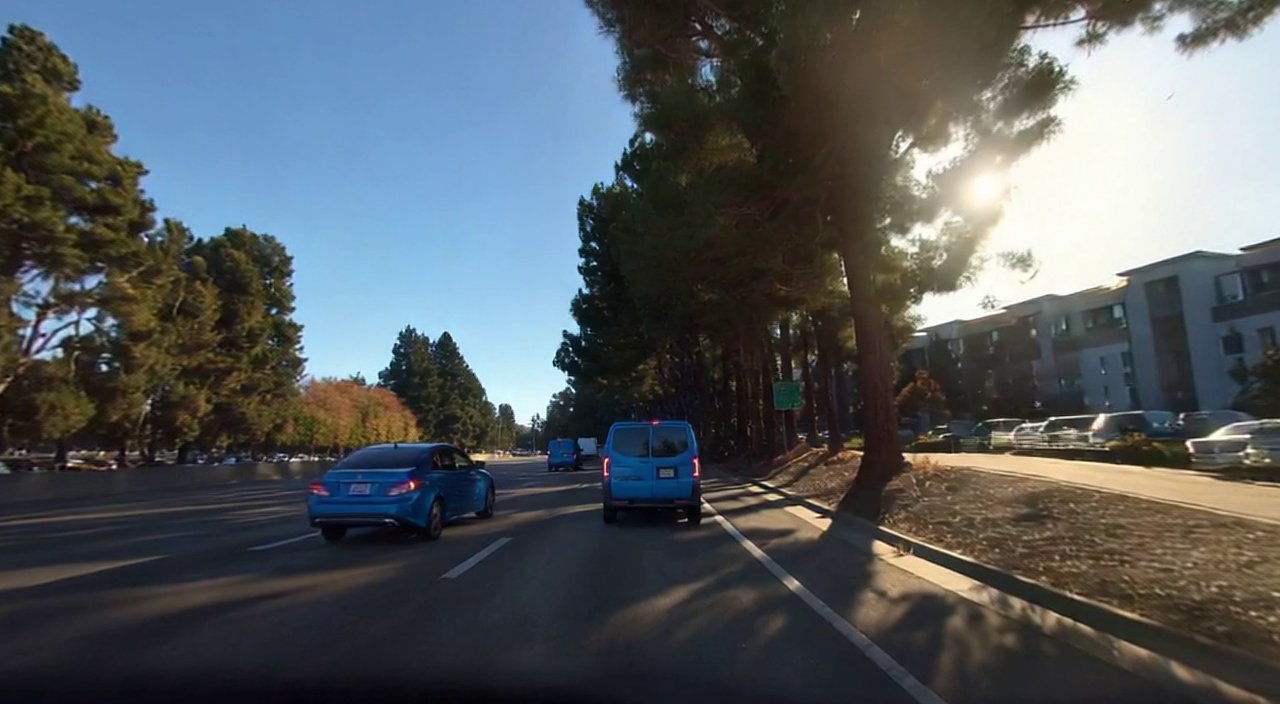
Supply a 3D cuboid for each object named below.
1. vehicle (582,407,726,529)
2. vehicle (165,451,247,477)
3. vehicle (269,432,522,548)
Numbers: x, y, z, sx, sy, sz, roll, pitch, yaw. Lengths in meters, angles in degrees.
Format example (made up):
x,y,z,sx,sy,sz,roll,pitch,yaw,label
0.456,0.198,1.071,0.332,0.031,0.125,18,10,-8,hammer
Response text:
x,y,z,sx,sy,sz,roll,pitch,yaw,label
0.289,2.065,11.696,2.173,1.830,4.189,0,-9,2,vehicle
-32.789,8.455,47.951,1.977,1.788,4.978,-2,-9,13,vehicle
-3.592,2.122,10.525,1.991,1.459,4.813,-1,-9,4,vehicle
